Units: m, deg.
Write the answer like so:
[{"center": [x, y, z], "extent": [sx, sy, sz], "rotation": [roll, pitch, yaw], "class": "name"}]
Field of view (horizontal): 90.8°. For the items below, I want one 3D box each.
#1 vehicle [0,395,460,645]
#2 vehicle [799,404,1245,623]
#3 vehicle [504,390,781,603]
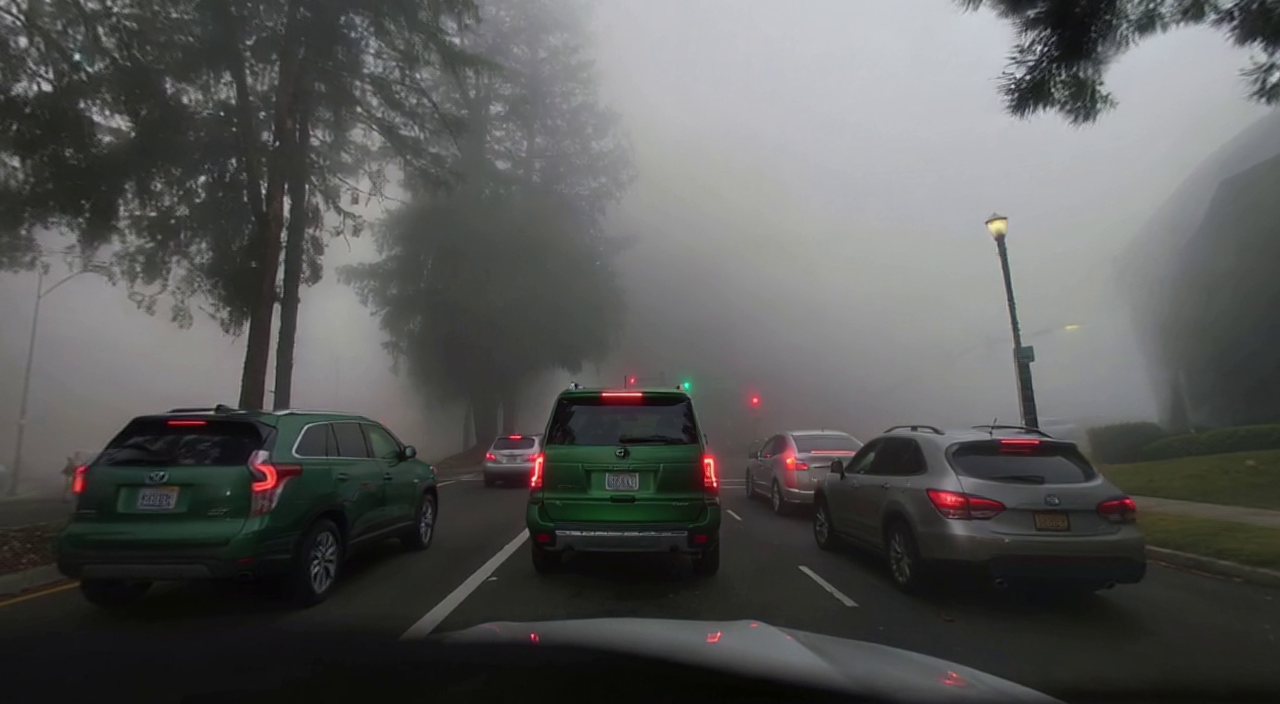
[{"center": [-3.364, 1.410, 6.275], "extent": [1.961, 1.639, 4.064], "rotation": [0, -9, 0], "class": "vehicle"}, {"center": [3.473, 1.554, 7.042], "extent": [2.202, 1.657, 4.298], "rotation": [0, -9, -1], "class": "vehicle"}, {"center": [0.001, 1.486, 7.253], "extent": [2.294, 1.761, 3.857], "rotation": [0, -9, -1], "class": "vehicle"}]
